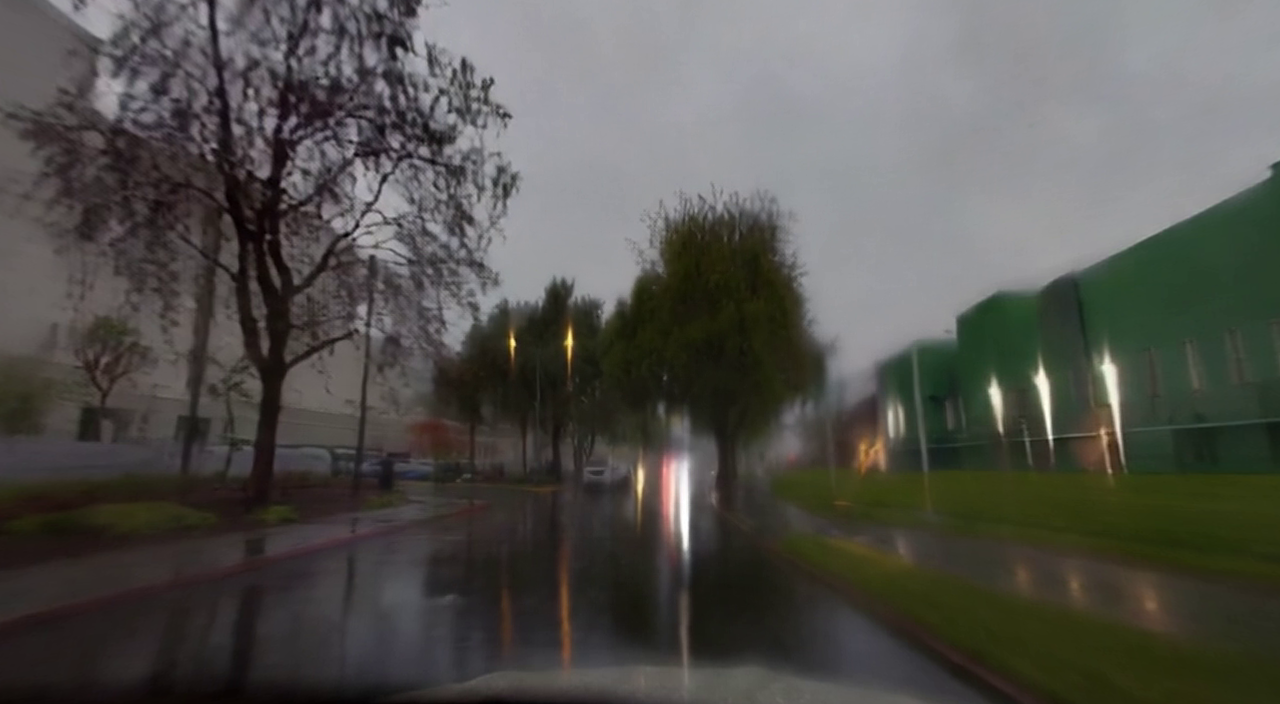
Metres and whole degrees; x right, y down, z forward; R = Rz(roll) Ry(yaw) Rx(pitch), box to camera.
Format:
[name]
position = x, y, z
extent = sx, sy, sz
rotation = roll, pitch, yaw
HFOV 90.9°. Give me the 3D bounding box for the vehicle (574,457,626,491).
[vehicle]
position = -2.240, 7.060, 36.674
extent = 2.022, 1.776, 4.625
rotation = -2, -10, 9
